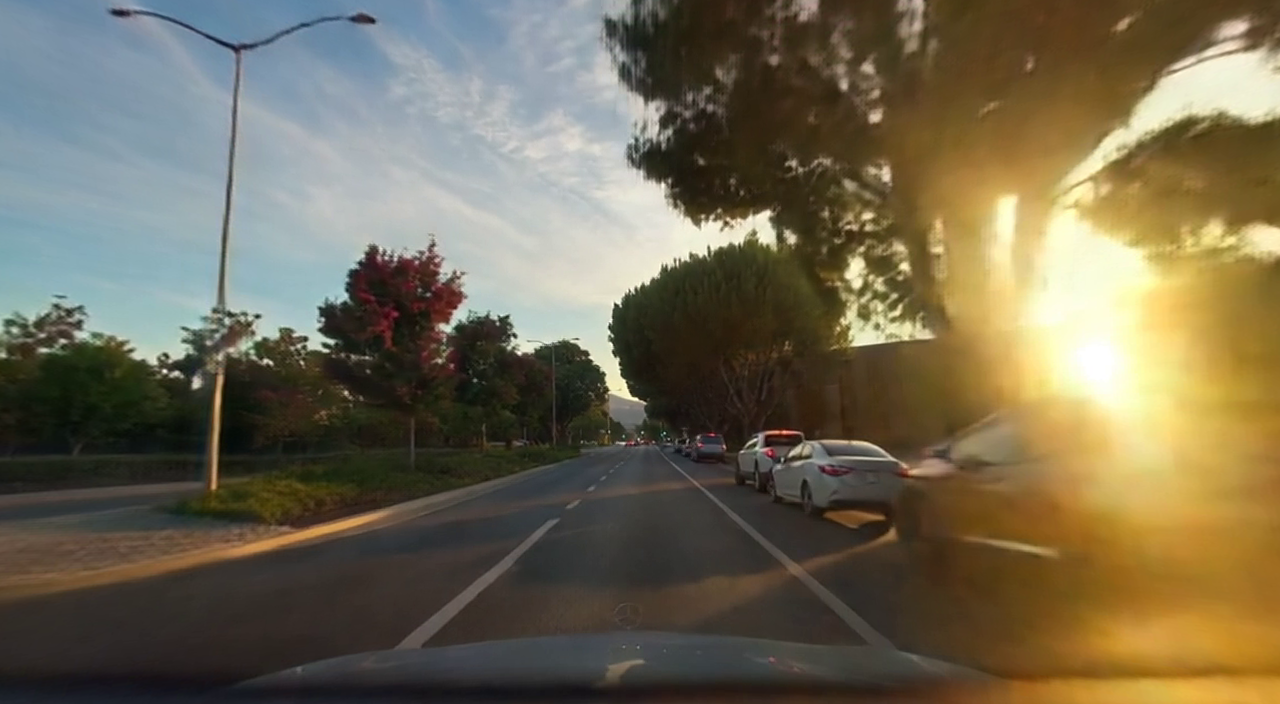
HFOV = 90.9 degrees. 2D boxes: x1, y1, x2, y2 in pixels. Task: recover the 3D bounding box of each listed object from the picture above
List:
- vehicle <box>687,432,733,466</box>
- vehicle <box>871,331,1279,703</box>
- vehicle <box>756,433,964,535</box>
[{"bbox_3d":[4.174,5.876,38.415,2.226,1.889,4.543,0,-8,-1],"label":"vehicle"},{"bbox_3d":[3.596,1.117,4.660,2.144,1.848,4.159,0,-8,0],"label":"vehicle"},{"bbox_3d":[3.672,2.279,11.649,2.068,1.461,4.653,0,-8,-1],"label":"vehicle"}]
